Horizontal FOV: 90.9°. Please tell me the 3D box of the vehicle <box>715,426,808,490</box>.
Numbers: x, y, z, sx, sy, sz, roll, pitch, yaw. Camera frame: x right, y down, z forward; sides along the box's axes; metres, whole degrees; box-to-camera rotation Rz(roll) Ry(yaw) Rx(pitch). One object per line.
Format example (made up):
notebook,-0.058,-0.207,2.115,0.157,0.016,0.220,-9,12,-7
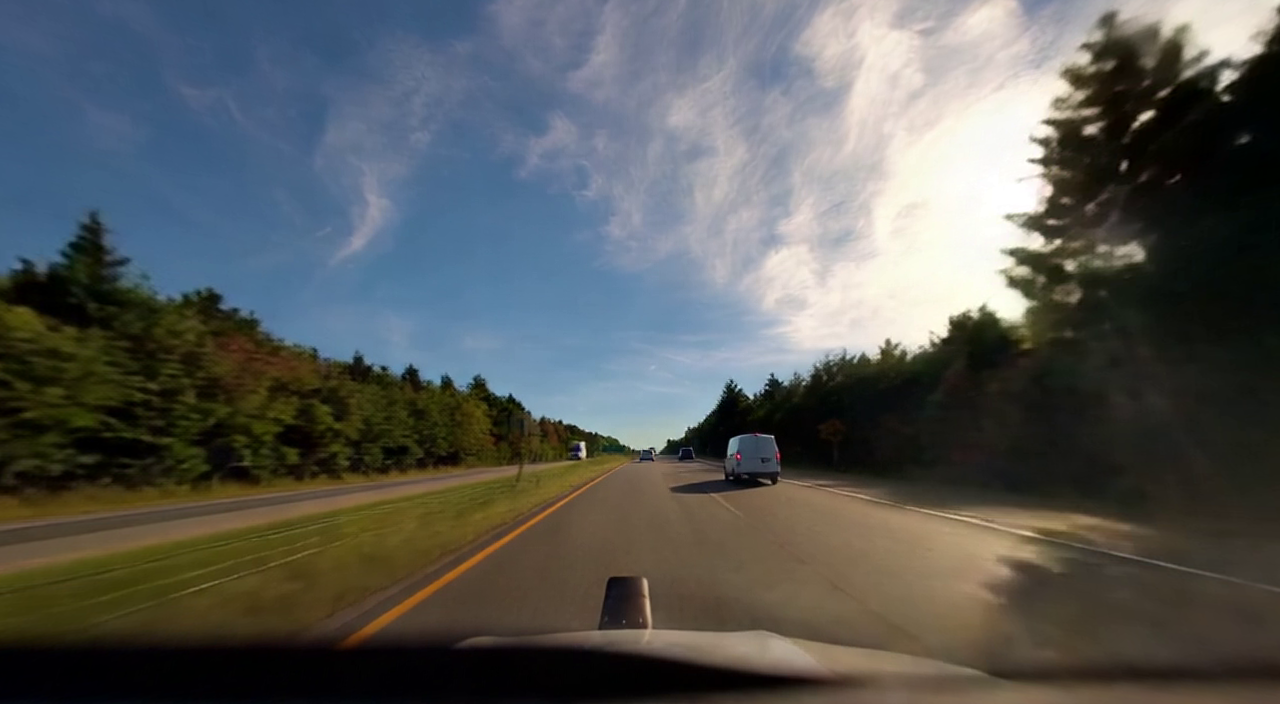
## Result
vehicle,4.285,3.862,23.138,2.371,2.045,4.768,0,-9,-1
